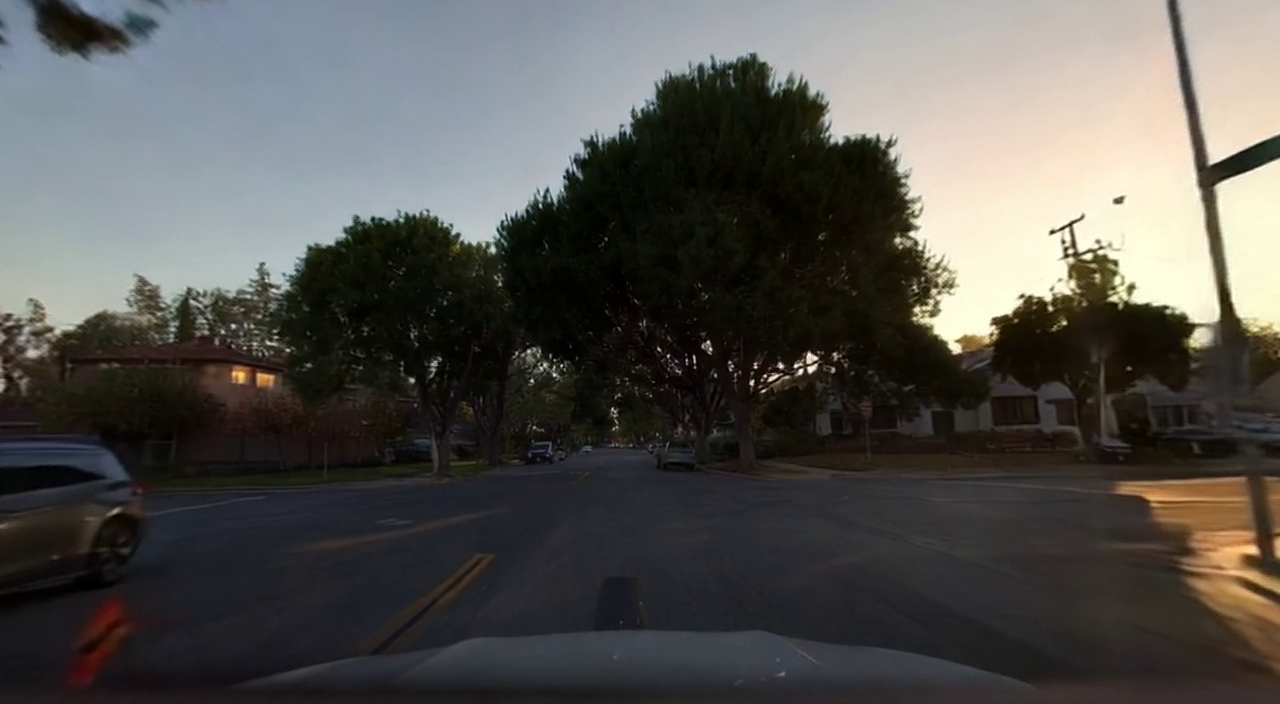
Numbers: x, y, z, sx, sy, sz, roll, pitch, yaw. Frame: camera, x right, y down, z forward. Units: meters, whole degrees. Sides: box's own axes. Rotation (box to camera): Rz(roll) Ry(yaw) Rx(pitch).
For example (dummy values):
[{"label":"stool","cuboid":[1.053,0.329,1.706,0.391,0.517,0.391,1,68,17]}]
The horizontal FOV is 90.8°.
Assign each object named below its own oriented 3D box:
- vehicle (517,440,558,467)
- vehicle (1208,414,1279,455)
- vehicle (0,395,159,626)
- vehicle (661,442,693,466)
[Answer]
[{"label":"vehicle","cuboid":[-7.697,7.701,47.912,2.266,1.877,5.167,-1,-9,0]},{"label":"vehicle","cuboid":[29.657,3.815,29.307,1.923,1.805,4.876,-1,-6,-1]},{"label":"vehicle","cuboid":[-6.142,1.255,4.663,2.087,1.835,4.445,-1,-7,-7]},{"label":"vehicle","cuboid":[2.628,7.295,45.482,1.896,1.602,4.571,0,-8,-1]}]
